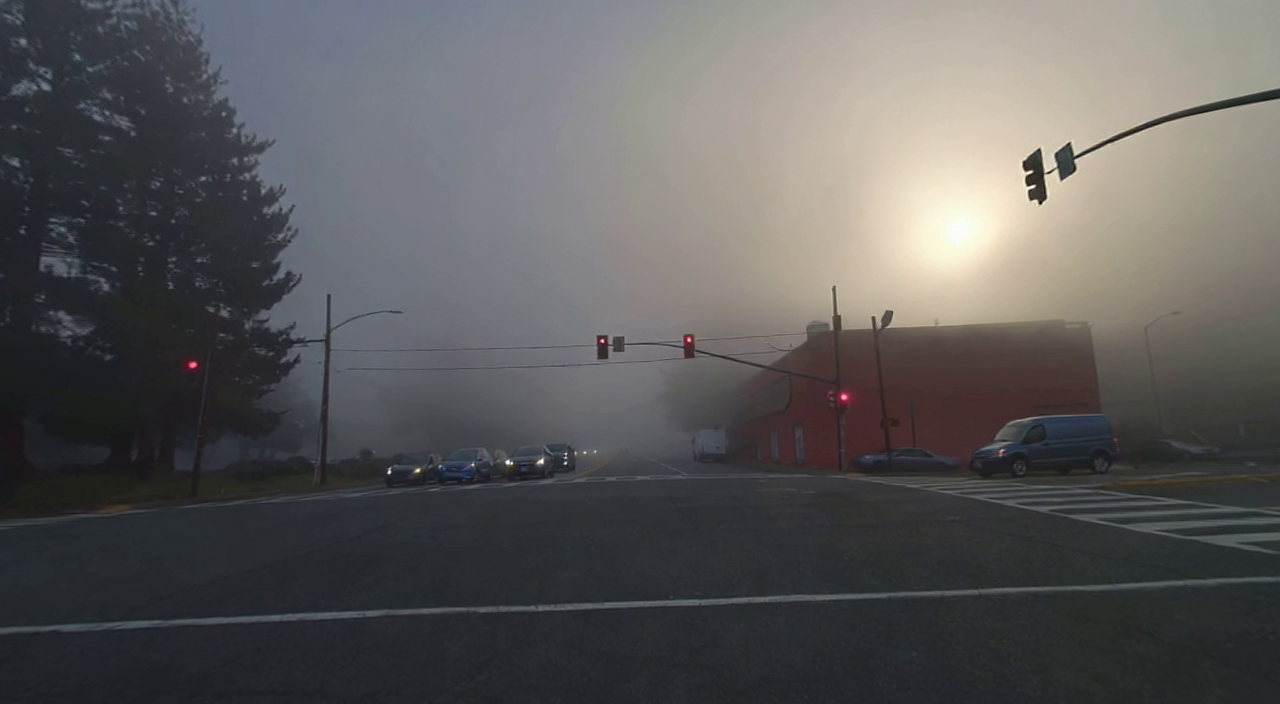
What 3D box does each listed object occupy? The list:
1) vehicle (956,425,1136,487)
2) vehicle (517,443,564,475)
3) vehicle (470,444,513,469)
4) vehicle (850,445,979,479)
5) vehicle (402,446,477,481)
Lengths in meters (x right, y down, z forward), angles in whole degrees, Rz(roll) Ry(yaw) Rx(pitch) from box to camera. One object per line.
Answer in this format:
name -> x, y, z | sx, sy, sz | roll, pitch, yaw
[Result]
vehicle -> 14.829, 3.765, 23.124 | 5.910, 2.046, 2.228 | 3, -9, -19
vehicle -> -4.736, 5.142, 30.610 | 1.846, 1.416, 4.228 | 0, -9, -4
vehicle -> -9.022, 6.382, 38.757 | 1.779, 1.460, 4.463 | 0, -9, -3
vehicle -> 12.101, 4.881, 28.135 | 4.828, 1.453, 1.919 | 0, -9, 1
vehicle -> -9.010, 5.026, 28.794 | 2.024, 1.460, 4.381 | 0, -9, 0
